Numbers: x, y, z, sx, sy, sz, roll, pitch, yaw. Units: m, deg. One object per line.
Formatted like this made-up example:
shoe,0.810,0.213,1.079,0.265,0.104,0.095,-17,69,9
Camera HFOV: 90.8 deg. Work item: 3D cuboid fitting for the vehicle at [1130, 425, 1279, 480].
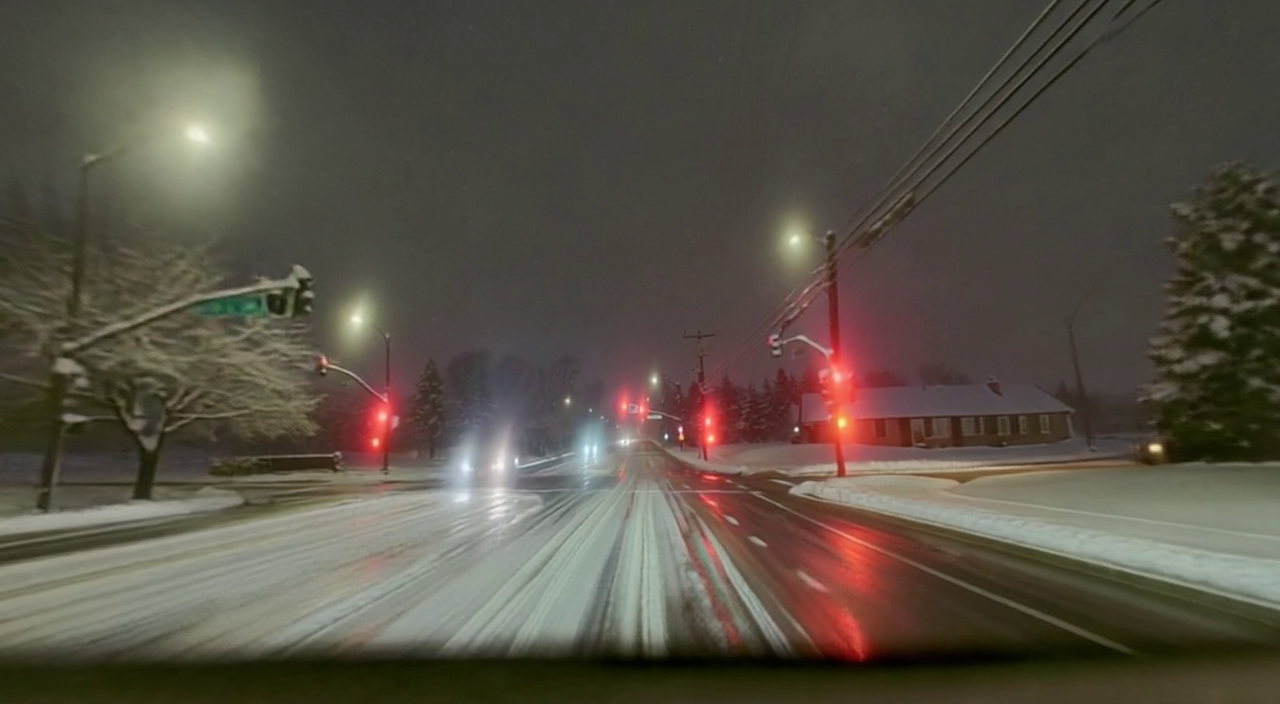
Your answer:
vehicle,18.704,3.176,20.190,1.938,1.511,4.994,0,-8,-2

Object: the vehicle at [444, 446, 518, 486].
vehicle,-7.703,5.572,31.189,2.262,1.761,4.966,0,-8,1
